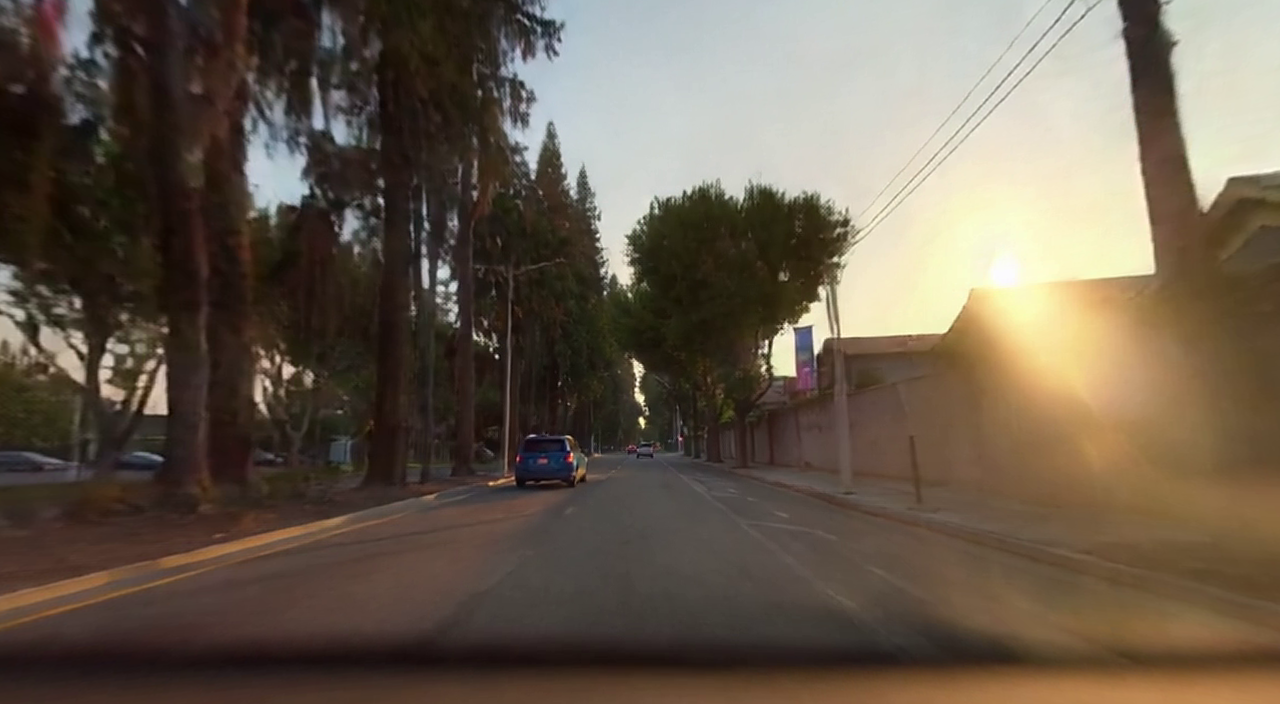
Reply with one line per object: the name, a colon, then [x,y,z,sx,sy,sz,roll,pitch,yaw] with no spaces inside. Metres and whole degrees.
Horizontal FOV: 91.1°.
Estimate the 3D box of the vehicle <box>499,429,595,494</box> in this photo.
vehicle: [-2.853,3.532,20.541,2.281,1.837,4.845,0,-9,1]
